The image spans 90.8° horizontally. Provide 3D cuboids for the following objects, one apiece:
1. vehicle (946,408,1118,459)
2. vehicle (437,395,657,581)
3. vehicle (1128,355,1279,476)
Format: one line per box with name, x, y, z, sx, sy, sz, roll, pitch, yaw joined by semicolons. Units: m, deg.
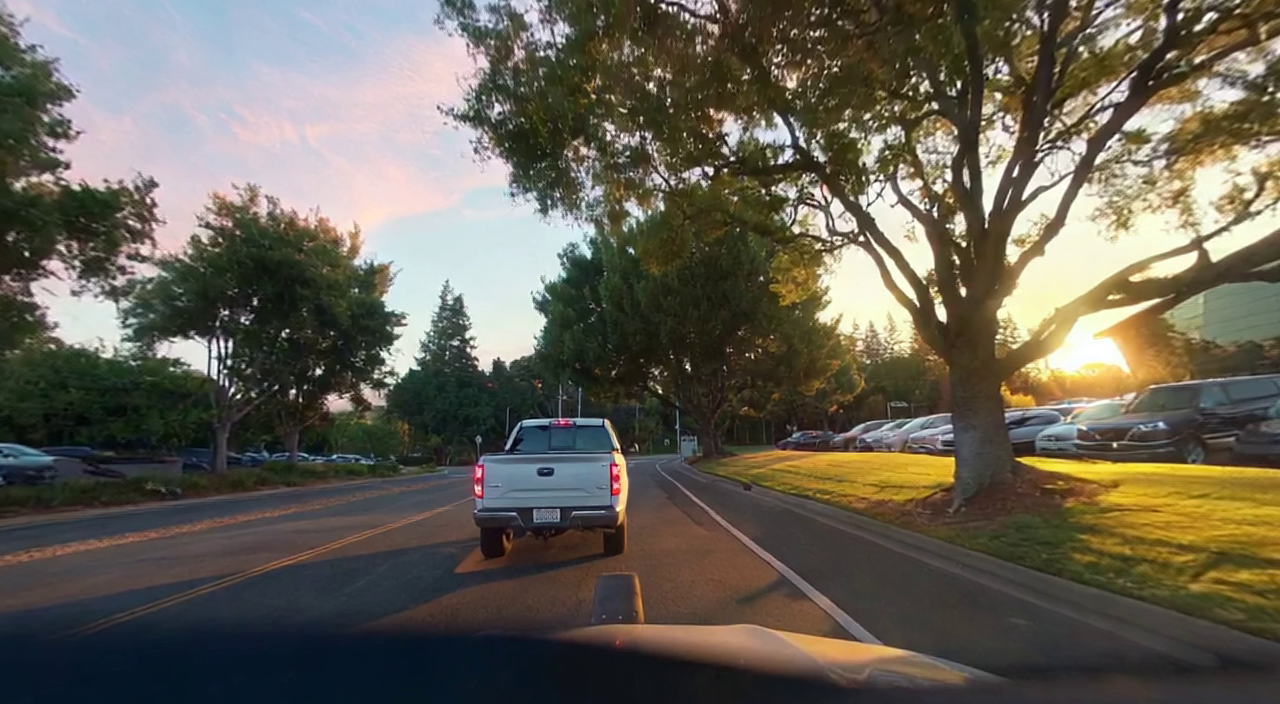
vehicle;11.960;2.521;19.501;3.964;1.484;1.924;0;-8;1
vehicle;-0.871;1.706;8.803;2.157;1.816;5.039;0;-8;1
vehicle;12.549;1.262;11.580;5.191;1.983;2.335;1;-8;2
